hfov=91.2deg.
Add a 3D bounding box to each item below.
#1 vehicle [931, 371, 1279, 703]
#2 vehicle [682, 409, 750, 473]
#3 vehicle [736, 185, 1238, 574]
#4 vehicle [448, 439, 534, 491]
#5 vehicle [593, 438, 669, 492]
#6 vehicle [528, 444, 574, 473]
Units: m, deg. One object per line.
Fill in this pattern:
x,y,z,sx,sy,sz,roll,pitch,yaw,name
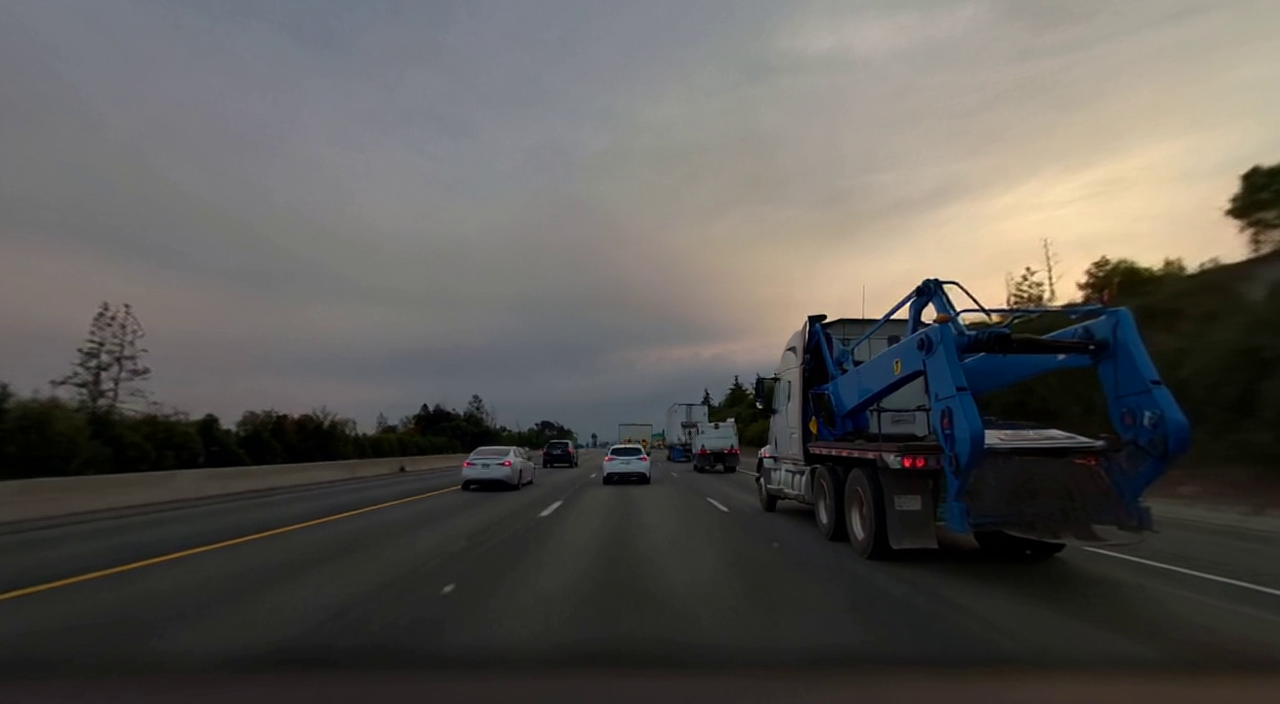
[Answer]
3.930,0.900,2.597,2.599,1.631,5.693,0,-9,-1,vehicle
3.648,4.541,31.759,2.416,2.829,7.016,0,-9,-1,vehicle
3.753,0.815,9.985,2.975,3.618,8.456,0,-9,-1,vehicle
-4.806,3.711,20.815,1.858,1.527,3.974,0,-9,0,vehicle
-0.305,3.507,19.716,2.150,1.498,3.988,0,-9,-1,vehicle
-4.923,5.973,35.323,1.924,1.481,4.264,0,-9,1,vehicle
